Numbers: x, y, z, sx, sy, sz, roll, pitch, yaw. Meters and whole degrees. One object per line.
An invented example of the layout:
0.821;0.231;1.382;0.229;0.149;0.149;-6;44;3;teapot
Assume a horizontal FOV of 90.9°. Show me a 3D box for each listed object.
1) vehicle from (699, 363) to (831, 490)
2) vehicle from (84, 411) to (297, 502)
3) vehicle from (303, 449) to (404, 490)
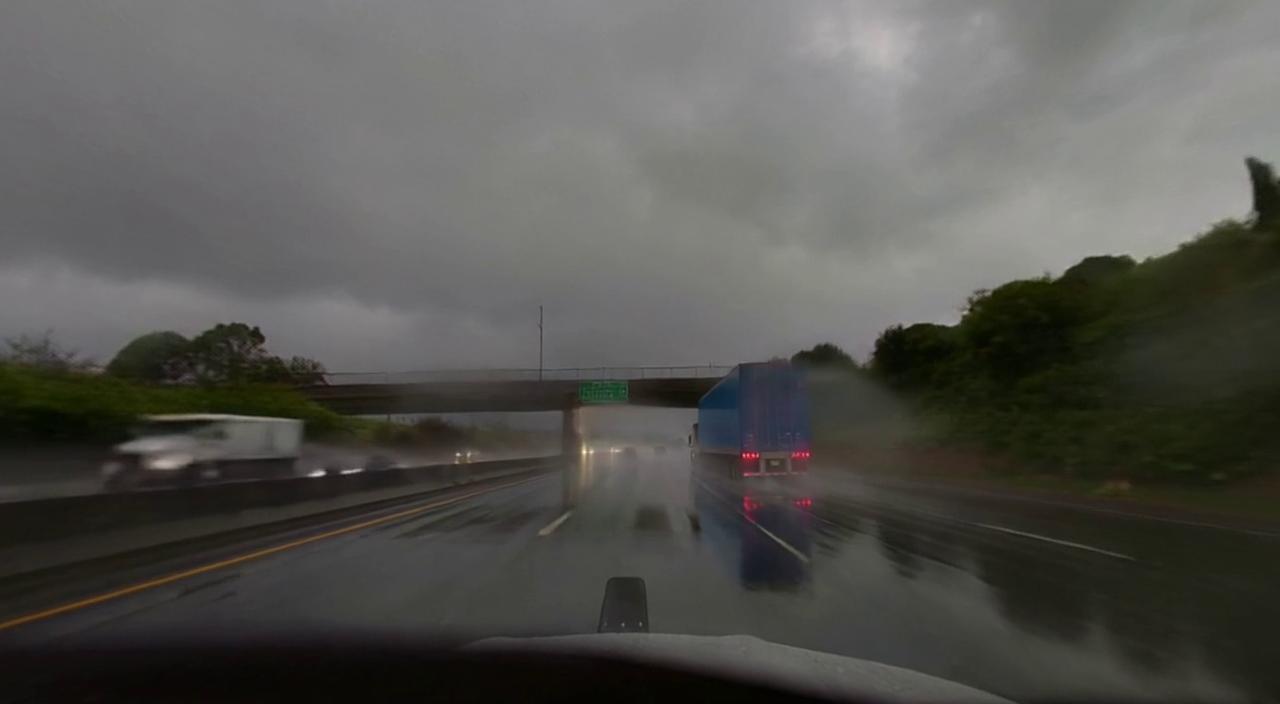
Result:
4.643;3.438;27.248;2.825;4.054;14.210;0;-9;0;vehicle
-14.301;3.402;20.814;2.326;2.525;6.173;0;-9;1;vehicle
-11.028;4.532;24.614;1.936;1.444;4.138;0;-9;1;vehicle
